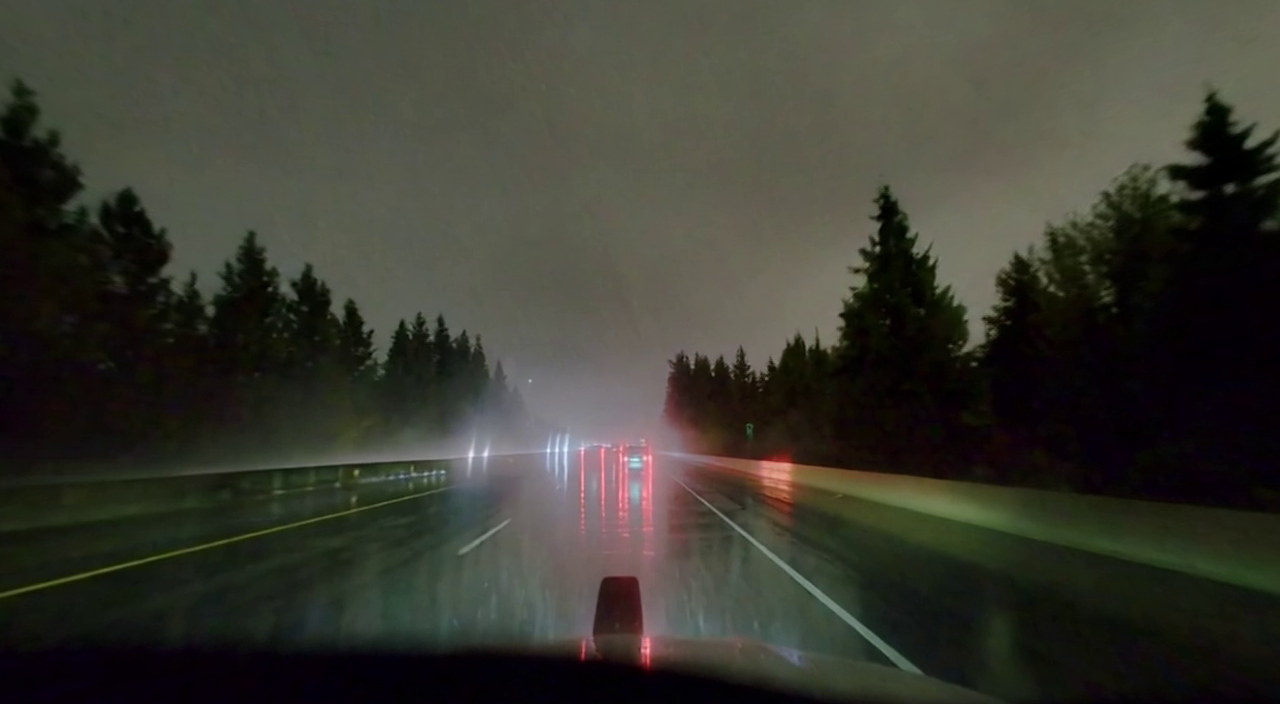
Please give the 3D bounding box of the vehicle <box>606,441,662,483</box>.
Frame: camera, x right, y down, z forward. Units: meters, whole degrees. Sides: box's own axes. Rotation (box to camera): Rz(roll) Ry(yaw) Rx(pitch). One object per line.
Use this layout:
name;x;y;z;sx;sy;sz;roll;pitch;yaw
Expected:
vehicle;-0.266;4.379;25.175;2.066;1.490;3.759;0;-9;-1

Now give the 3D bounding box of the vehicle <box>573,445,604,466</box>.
vehicle;-3.838;7.777;47.204;1.994;1.470;3.752;-1;-9;-1
